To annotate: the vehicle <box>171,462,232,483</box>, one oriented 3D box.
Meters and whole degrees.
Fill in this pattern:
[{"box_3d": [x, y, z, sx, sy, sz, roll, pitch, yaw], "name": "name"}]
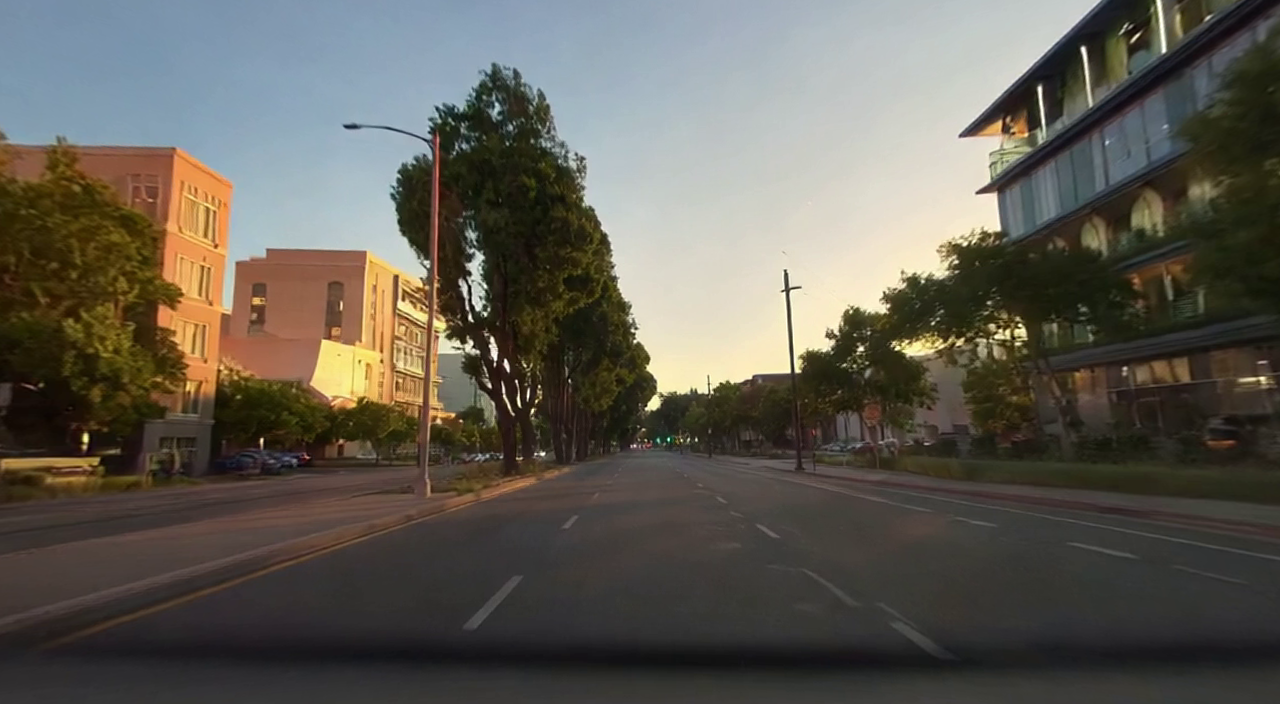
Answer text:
[{"box_3d": [-34.435, 9.452, 49.760, 1.569, 1.422, 4.542, 1, -8, 0], "name": "vehicle"}]
